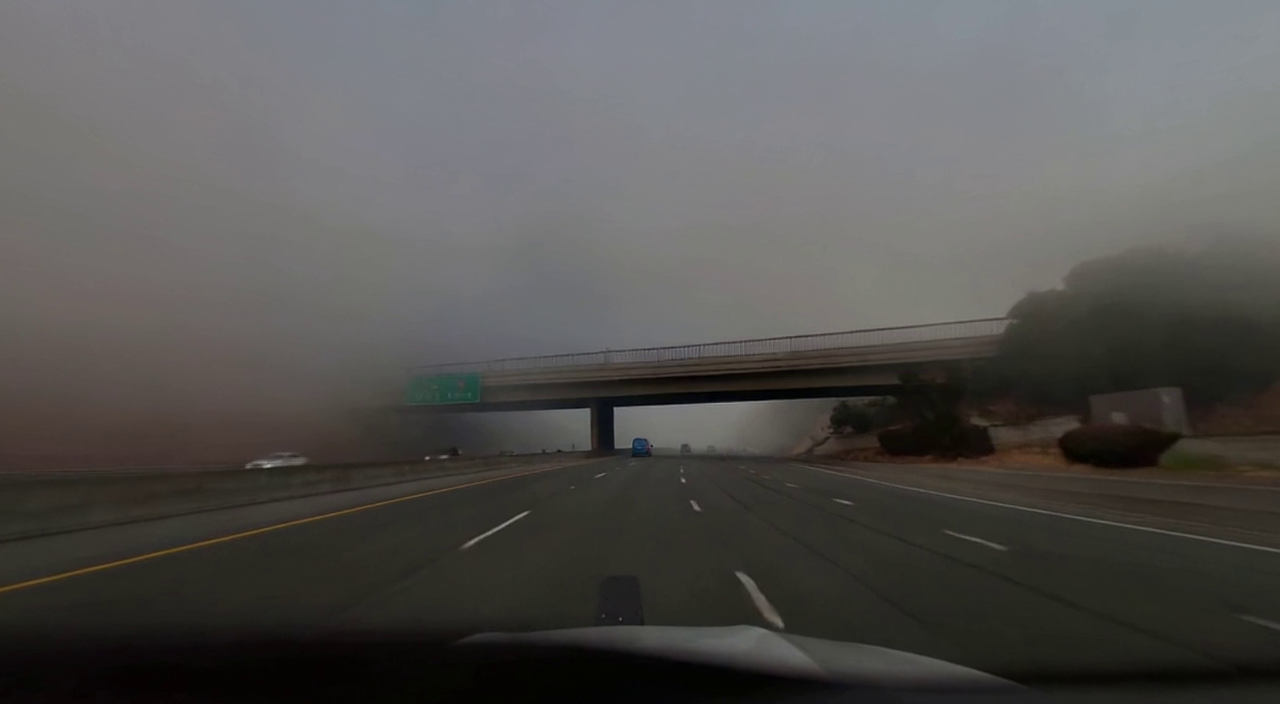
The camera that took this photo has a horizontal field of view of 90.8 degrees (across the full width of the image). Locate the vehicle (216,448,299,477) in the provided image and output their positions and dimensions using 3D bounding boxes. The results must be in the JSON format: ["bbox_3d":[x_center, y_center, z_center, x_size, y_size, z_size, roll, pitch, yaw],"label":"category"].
[{"bbox_3d":[-23.361,6.735,38.849,1.914,1.600,4.603,-1,-8,5],"label":"vehicle"}]

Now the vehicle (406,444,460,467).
[{"bbox_3d":[-15.258,7.636,46.890,2.086,1.630,4.882,-1,-8,4],"label":"vehicle"}]
